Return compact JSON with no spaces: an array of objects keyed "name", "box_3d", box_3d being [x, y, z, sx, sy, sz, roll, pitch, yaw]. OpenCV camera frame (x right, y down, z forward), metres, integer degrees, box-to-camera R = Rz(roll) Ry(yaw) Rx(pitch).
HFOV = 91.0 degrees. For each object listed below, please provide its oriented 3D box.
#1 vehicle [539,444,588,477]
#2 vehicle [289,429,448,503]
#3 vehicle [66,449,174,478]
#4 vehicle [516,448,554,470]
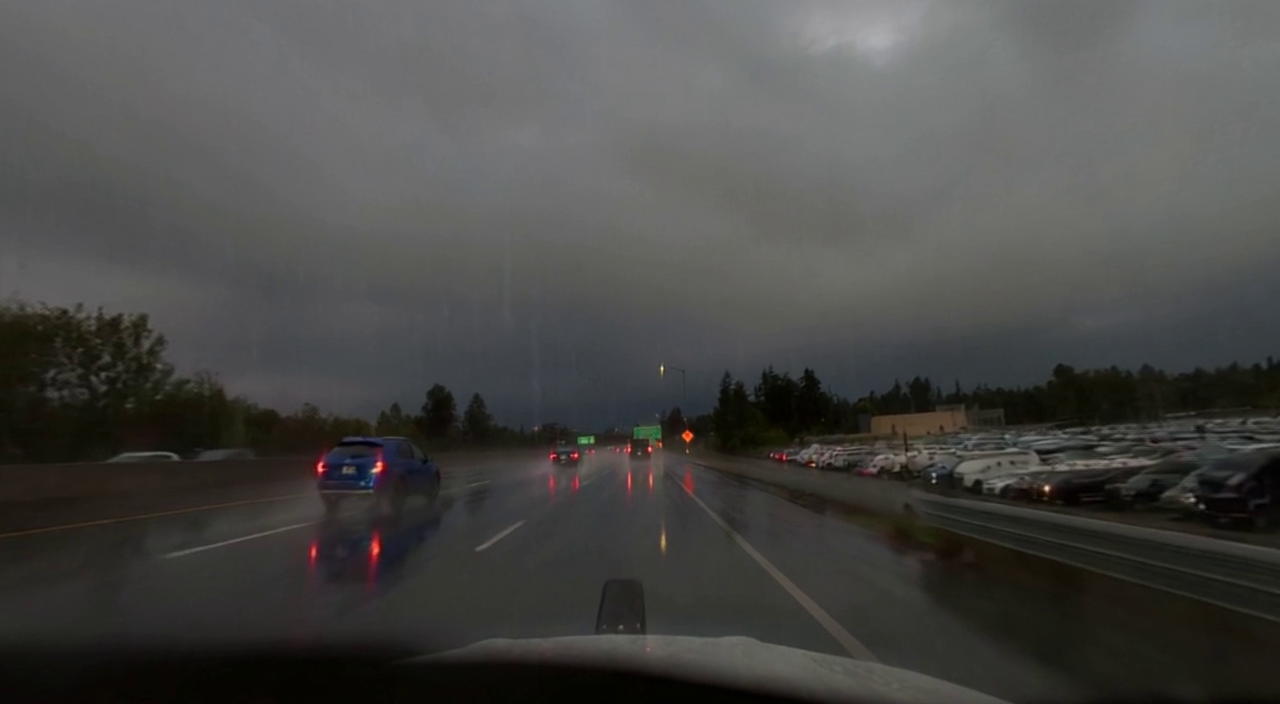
[{"name":"vehicle","box_3d":[-4.044,5.816,33.985,2.070,1.665,4.213,0,-9,1]},{"name":"vehicle","box_3d":[-7.515,3.224,18.253,2.159,1.807,5.422,0,-9,0]},{"name":"vehicle","box_3d":[-36.690,7.853,44.721,2.283,1.840,6.279,0,-9,1]},{"name":"vehicle","box_3d":[-7.627,7.794,46.063,1.991,1.538,4.360,0,-9,0]}]
